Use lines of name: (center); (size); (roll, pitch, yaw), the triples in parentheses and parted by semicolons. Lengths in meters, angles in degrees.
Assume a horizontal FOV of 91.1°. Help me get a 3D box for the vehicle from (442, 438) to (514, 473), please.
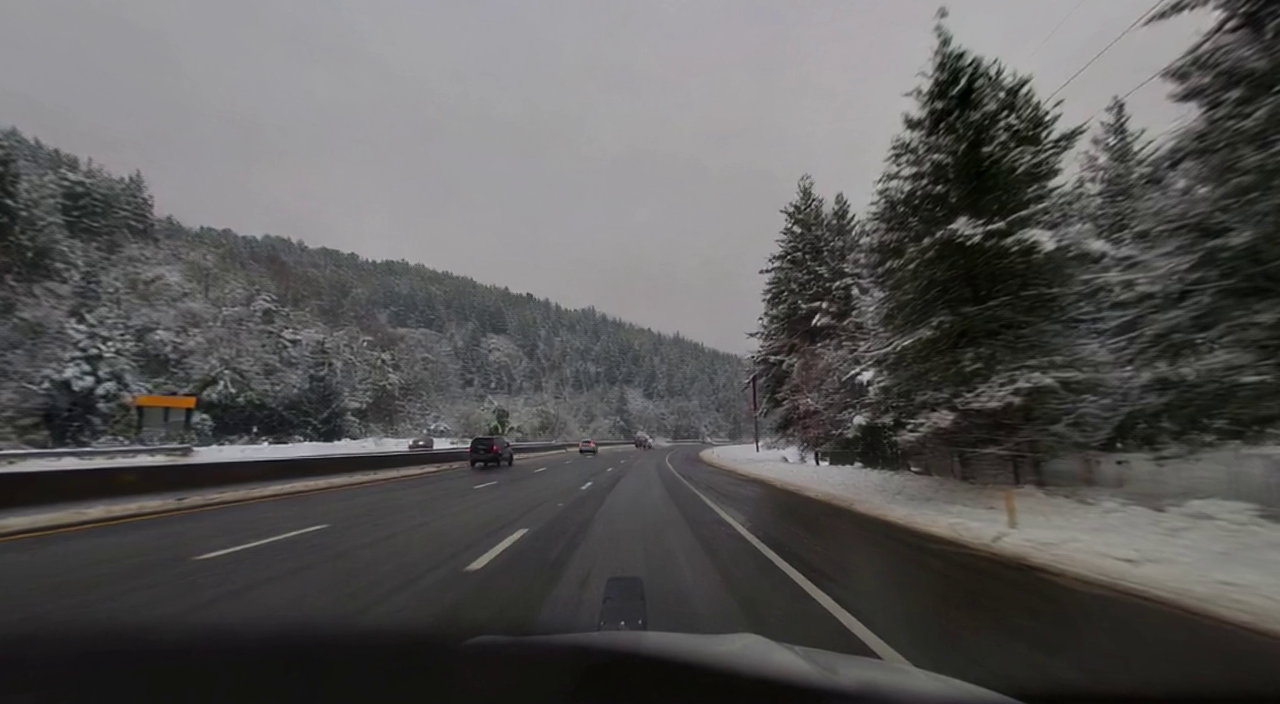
vehicle: (-7.388, 4.770, 29.115); (2.010, 1.489, 4.456); (0, -8, 3)

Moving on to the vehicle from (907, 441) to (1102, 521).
vehicle: (10.265, 3.620, 18.444); (2.325, 1.972, 5.577); (0, -8, -1)
